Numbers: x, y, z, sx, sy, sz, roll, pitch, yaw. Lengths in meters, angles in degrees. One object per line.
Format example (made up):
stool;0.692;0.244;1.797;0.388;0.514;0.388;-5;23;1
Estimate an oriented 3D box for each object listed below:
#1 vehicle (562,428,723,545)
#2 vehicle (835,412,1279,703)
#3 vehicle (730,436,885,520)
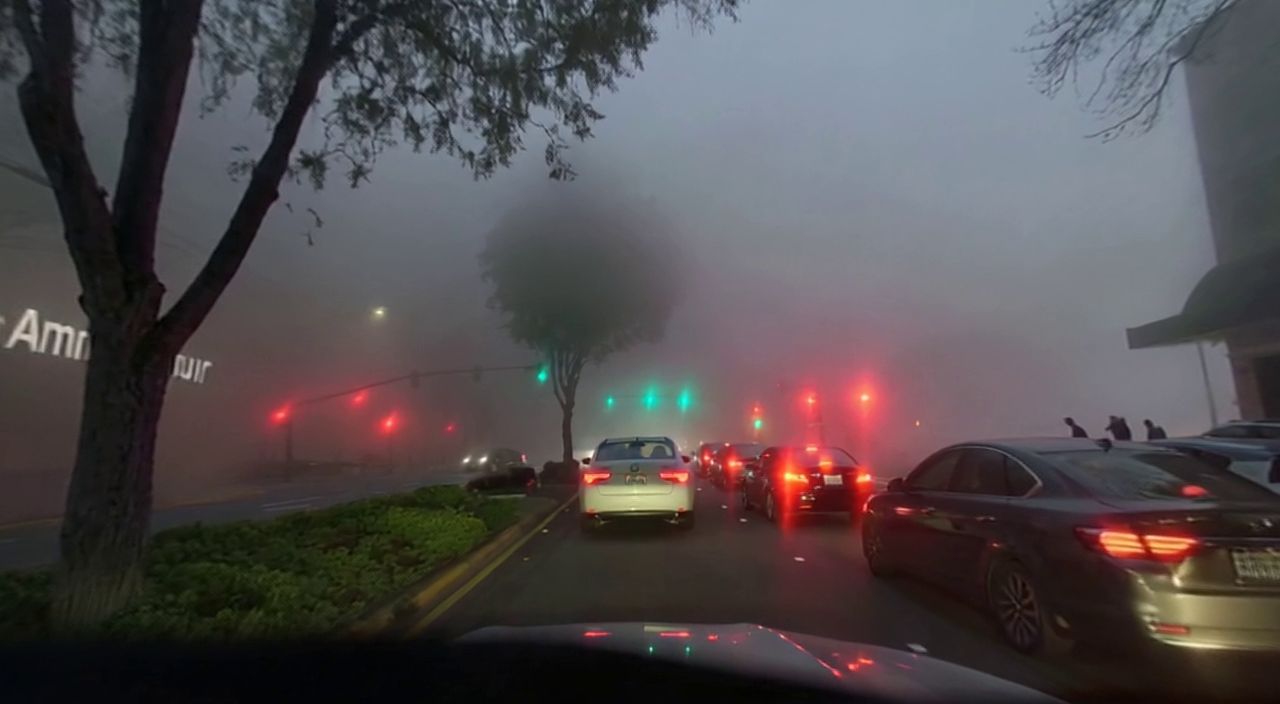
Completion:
vehicle;0.009;2.081;10.410;2.118;1.512;4.013;0;-9;-1
vehicle;3.239;1.325;4.963;1.912;1.454;4.537;0;-9;-1
vehicle;3.340;2.606;13.643;1.996;1.469;4.495;0;-9;-1
